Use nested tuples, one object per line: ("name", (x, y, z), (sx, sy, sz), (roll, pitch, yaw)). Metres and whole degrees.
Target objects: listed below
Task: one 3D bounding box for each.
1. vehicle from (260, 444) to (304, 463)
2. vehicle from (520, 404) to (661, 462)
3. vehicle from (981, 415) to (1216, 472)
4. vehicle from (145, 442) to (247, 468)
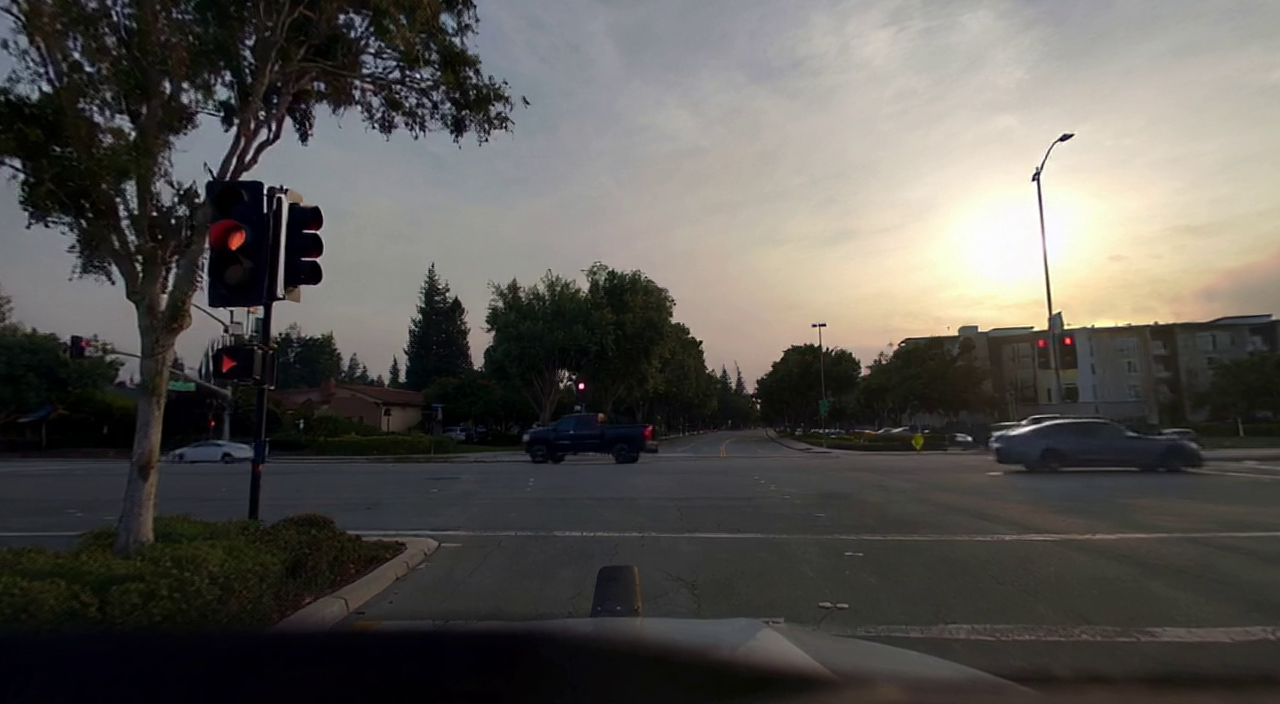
("vehicle", (-28.029, 7.918, 49.565), (2.235, 1.417, 4.272), (3, -9, -19))
("vehicle", (-2.841, 4.813, 37.096), (7.790, 3.197, 2.653), (-2, -9, 10))
("vehicle", (12.638, 2.576, 17.789), (4.836, 1.445, 2.057), (-2, -9, 10))
("vehicle", (-26.110, 6.036, 37.185), (4.860, 1.441, 1.934), (-2, -8, 10))
